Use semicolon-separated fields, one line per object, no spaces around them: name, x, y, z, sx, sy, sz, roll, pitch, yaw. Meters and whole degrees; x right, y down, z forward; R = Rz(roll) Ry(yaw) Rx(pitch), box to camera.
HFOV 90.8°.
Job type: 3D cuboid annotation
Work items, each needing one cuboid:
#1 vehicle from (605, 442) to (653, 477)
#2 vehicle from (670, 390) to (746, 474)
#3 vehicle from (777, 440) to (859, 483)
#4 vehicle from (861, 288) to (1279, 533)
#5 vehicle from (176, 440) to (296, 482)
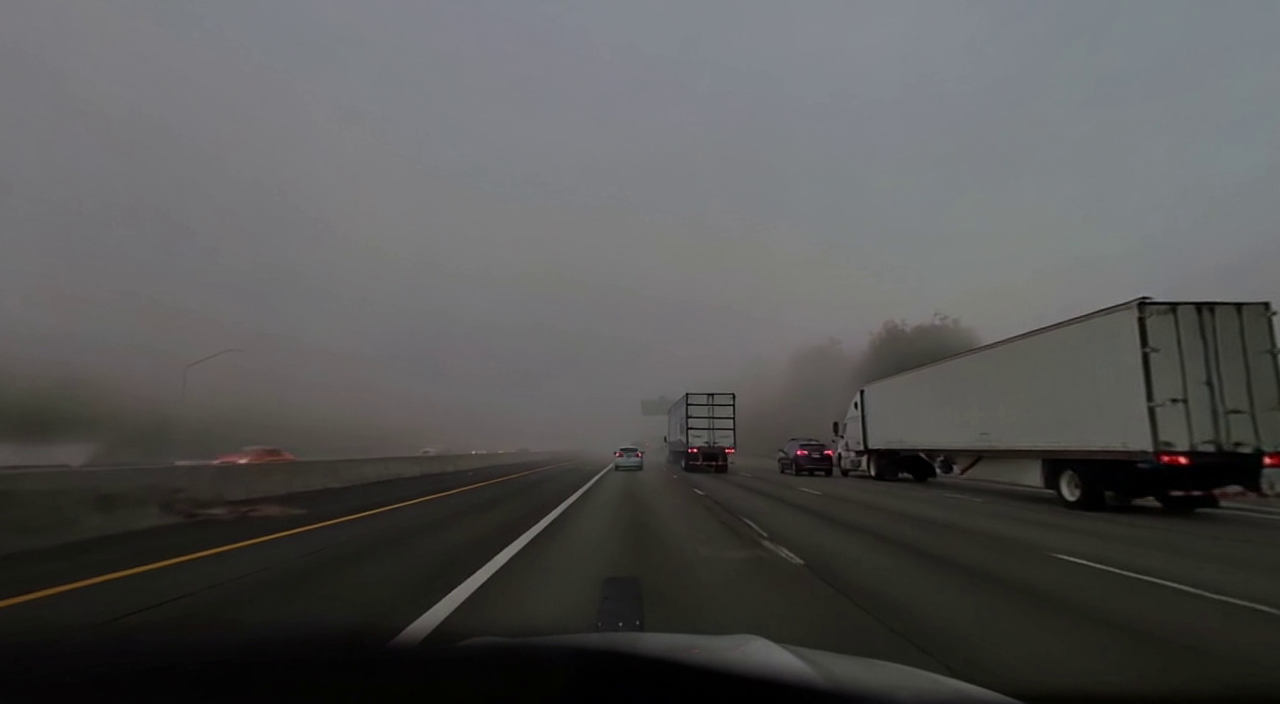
vehicle;-0.524;5.181;30.617;2.163;1.551;4.180;0;-9;-1
vehicle;3.604;4.736;36.382;2.999;4.127;10.526;0;-9;-1
vehicle;7.417;4.599;26.808;2.154;1.658;4.347;0;-9;-1
vehicle;11.361;2.248;19.313;2.898;4.171;17.188;0;-9;0
vehicle;-16.650;4.497;26.368;1.963;1.575;4.544;0;-9;0
